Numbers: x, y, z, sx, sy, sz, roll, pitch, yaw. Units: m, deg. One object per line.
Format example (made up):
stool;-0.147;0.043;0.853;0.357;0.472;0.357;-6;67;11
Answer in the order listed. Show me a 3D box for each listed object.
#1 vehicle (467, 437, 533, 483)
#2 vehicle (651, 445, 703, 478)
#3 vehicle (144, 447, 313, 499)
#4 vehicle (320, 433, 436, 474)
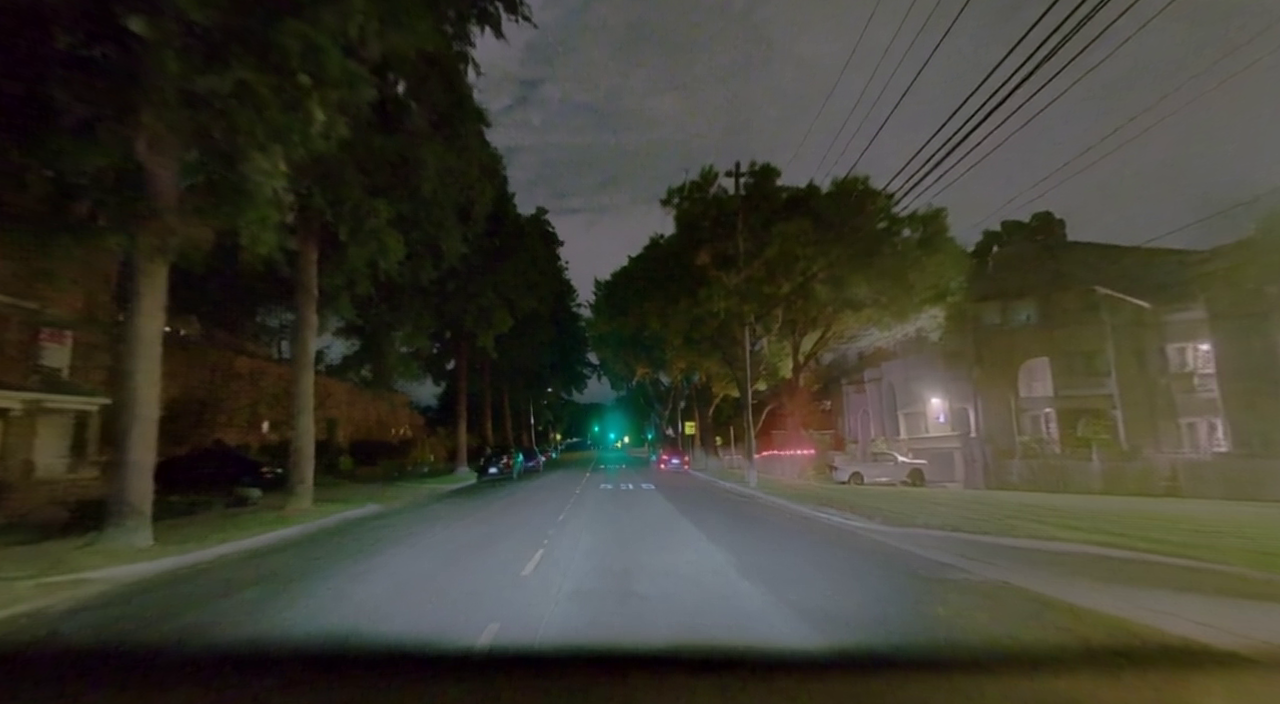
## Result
vehicle;-6.592;5.151;30.289;2.155;1.907;5.100;-2;-9;-2
vehicle;1.787;5.465;31.873;2.047;1.532;4.350;0;-8;-4
vehicle;-12.868;3.776;19.984;3.989;1.485;1.814;0;-8;-4
vehicle;-14.074;5.468;34.193;5.234;2.076;2.197;0;-8;-1
